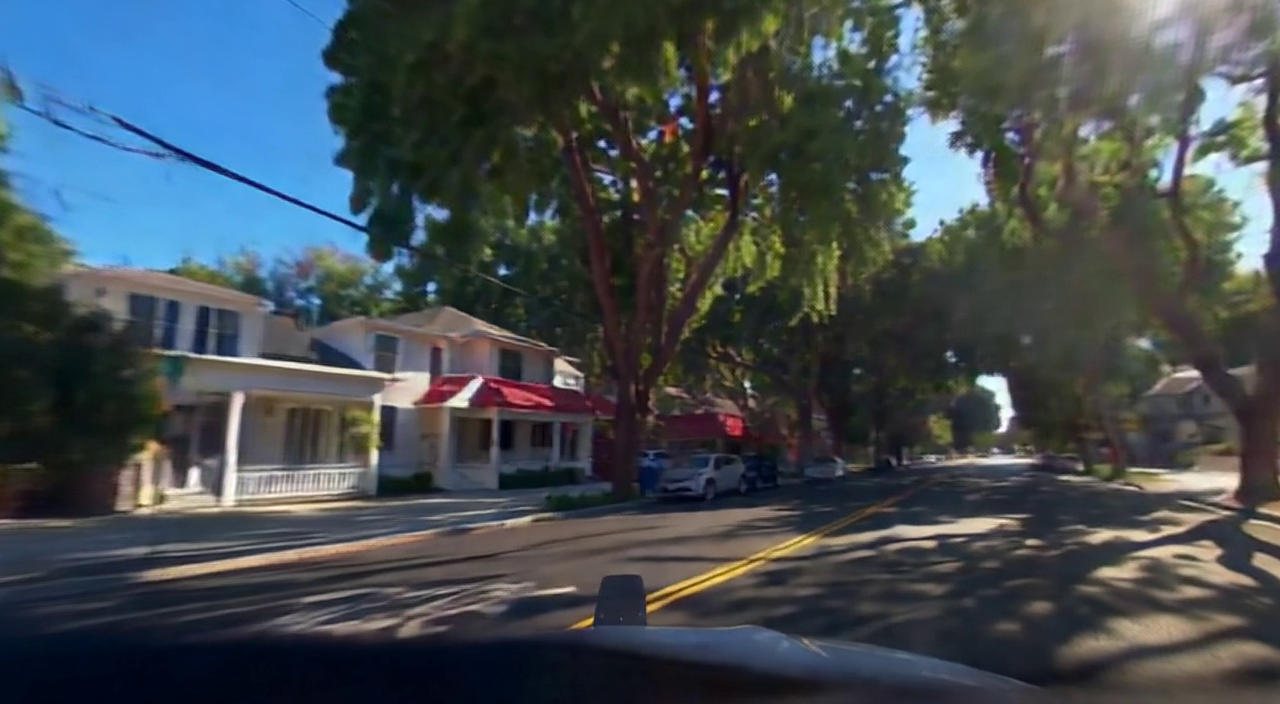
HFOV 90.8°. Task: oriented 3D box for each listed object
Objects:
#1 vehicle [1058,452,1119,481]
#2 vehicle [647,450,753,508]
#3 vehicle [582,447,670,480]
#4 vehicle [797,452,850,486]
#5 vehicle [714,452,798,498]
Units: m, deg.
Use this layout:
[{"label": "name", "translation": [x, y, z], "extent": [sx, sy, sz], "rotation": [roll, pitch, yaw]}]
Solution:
[{"label": "vehicle", "translation": [25.493, 6.513, 36.081], "extent": [2.052, 1.476, 4.438], "rotation": [-7, -11, 26]}, {"label": "vehicle", "translation": [2.221, 4.347, 22.203], "extent": [1.975, 1.775, 4.509], "rotation": [-5, -10, 30]}, {"label": "vehicle", "translation": [-0.804, 6.227, 35.613], "extent": [4.492, 1.725, 2.033], "rotation": [-4, -9, 26]}, {"label": "vehicle", "translation": [10.654, 6.723, 36.551], "extent": [1.970, 1.785, 4.274], "rotation": [-5, -10, 29]}, {"label": "vehicle", "translation": [4.964, 5.097, 26.622], "extent": [1.913, 1.723, 4.318], "rotation": [-6, -10, 32]}]
